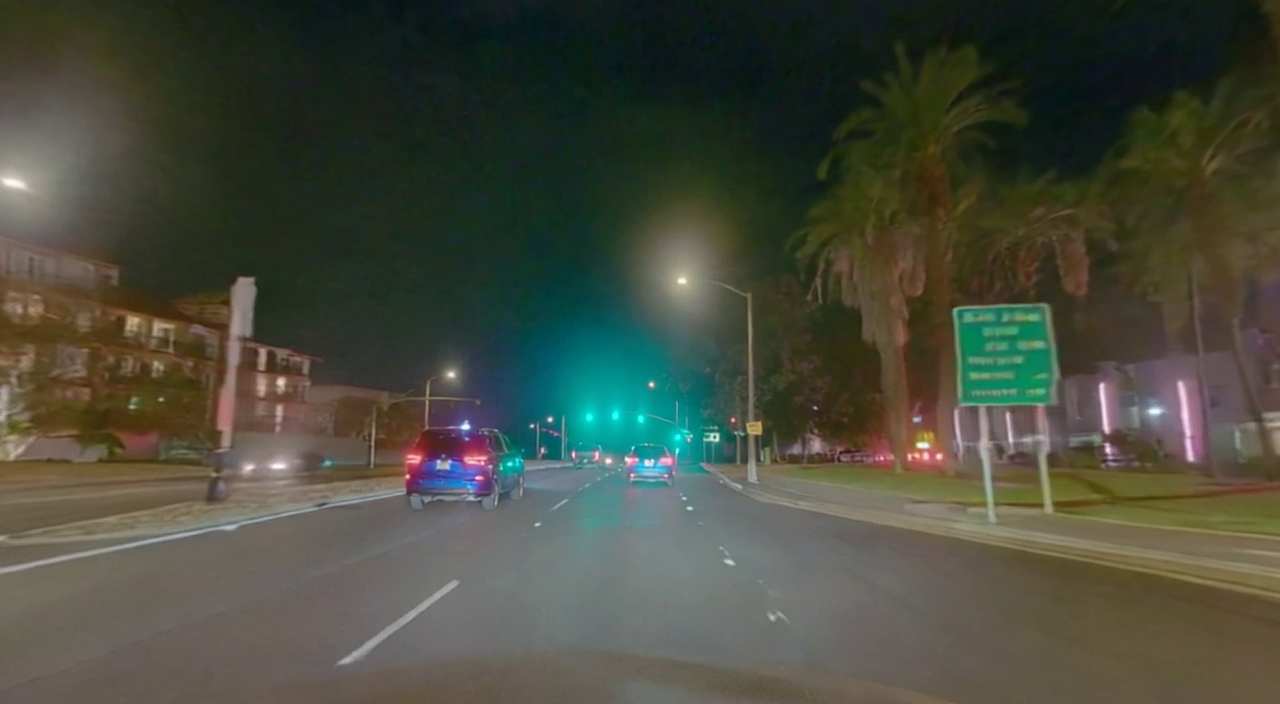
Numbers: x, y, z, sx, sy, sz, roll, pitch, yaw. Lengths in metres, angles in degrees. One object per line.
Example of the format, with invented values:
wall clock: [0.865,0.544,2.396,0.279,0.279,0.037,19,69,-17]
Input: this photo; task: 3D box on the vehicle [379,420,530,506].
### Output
vehicle: [-4.696,2.963,17.195,2.187,1.904,6.103,0,-9,1]

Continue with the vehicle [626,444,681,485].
vehicle: [0.597,4.671,26.386,2.122,1.562,4.152,0,-9,2]

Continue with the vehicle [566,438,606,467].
vehicle: [-4.102,7.768,48.778,2.447,2.062,5.911,0,-9,1]

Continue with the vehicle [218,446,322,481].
vehicle: [-18.144,5.488,31.137,2.056,1.573,4.733,0,-9,3]
